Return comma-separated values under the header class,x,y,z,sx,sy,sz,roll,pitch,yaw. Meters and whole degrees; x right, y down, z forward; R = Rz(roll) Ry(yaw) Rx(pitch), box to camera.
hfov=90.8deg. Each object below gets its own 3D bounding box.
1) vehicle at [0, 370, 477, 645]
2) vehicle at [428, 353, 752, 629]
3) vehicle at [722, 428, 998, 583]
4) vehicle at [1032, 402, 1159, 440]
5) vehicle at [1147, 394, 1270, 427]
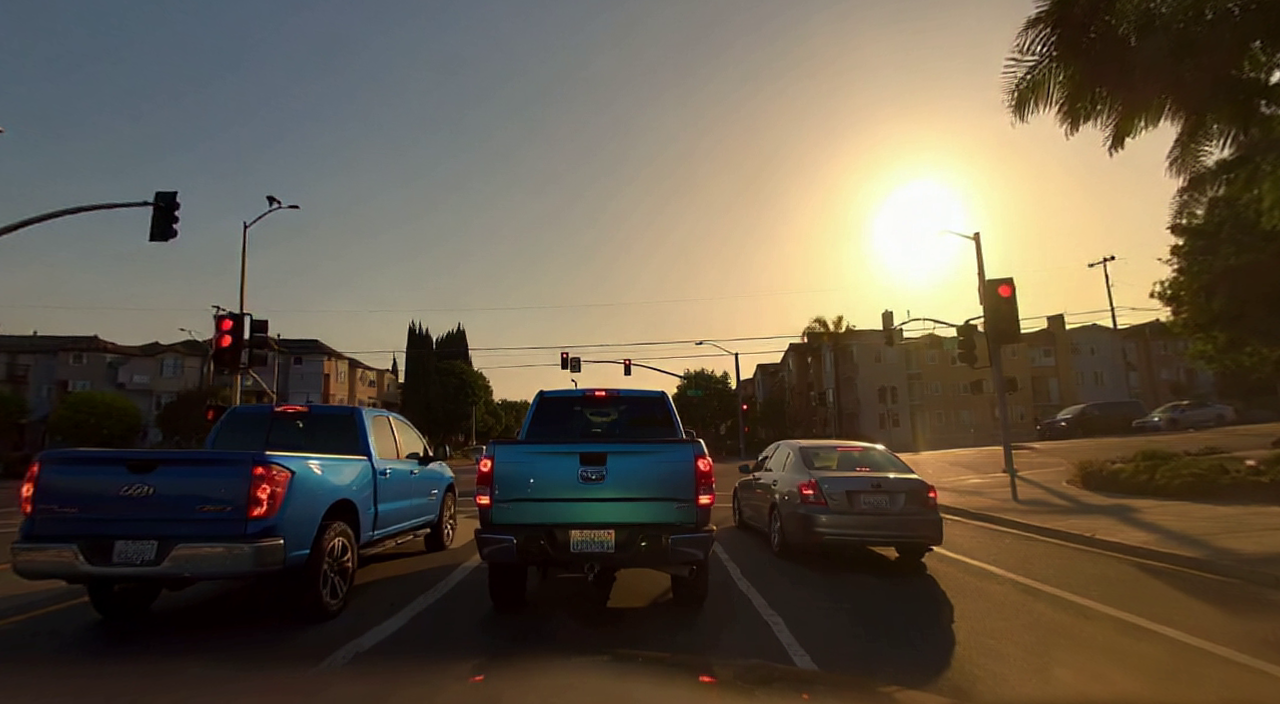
class,x,y,z,sx,sy,sz,roll,pitch,yaw
vehicle,-3.460,1.419,6.889,2.146,1.828,5.148,0,-9,-2
vehicle,-0.374,1.311,6.788,2.282,1.964,4.421,0,-9,-1
vehicle,2.410,1.809,8.329,2.016,1.481,4.336,0,-9,-1
vehicle,23.314,3.585,32.482,4.721,1.866,2.188,0,-9,2
vehicle,29.310,3.047,32.666,4.540,1.543,1.803,0,-9,1
